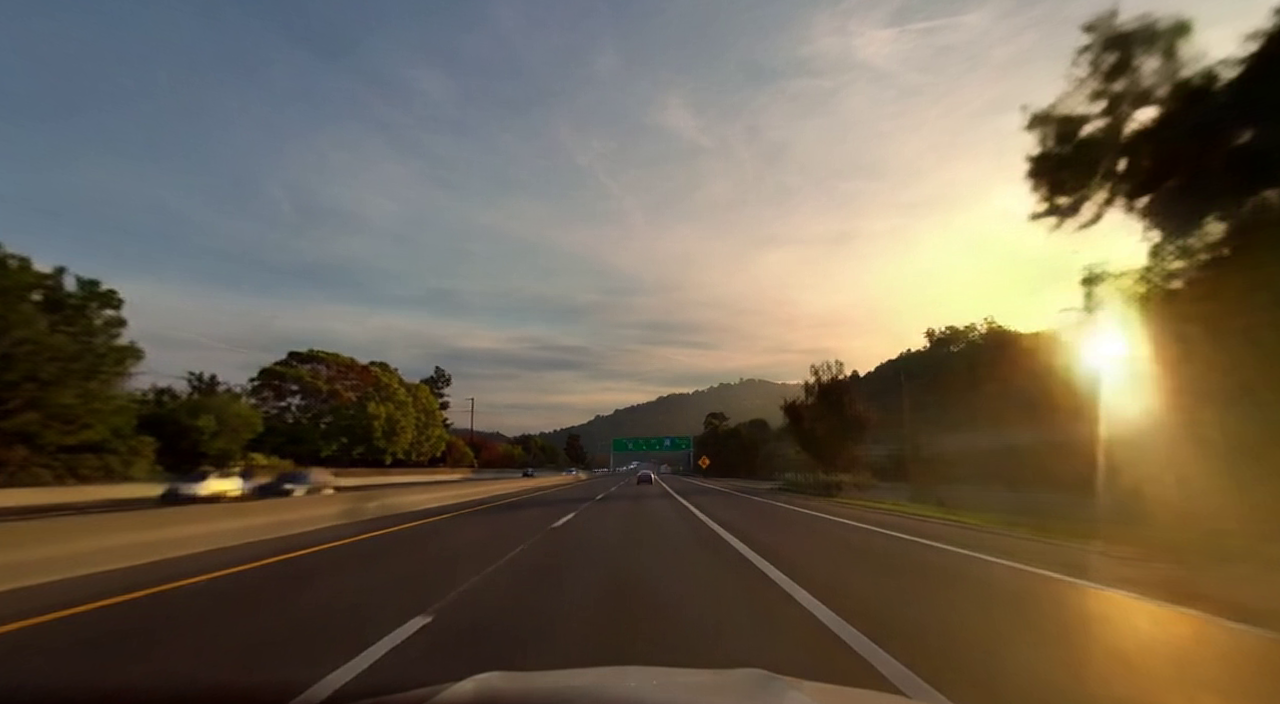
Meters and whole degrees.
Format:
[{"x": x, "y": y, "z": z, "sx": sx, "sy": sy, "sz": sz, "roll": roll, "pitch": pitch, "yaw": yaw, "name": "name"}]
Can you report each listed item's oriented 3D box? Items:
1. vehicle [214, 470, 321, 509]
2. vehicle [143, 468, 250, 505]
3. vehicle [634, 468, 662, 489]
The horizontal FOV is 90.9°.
[{"x": -15.491, "y": 5.716, "z": 26.469, "sx": 1.983, "sy": 1.443, "sz": 3.919, "roll": 1, "pitch": -11, "yaw": 1, "name": "vehicle"}, {"x": -19.831, "y": 5.993, "z": 28.391, "sx": 1.778, "sy": 1.488, "sz": 4.043, "roll": 1, "pitch": -11, "yaw": 1, "name": "vehicle"}, {"x": 0.590, "y": 9.755, "z": 48.749, "sx": 2.016, "sy": 1.530, "sz": 4.009, "roll": 1, "pitch": -11, "yaw": 0, "name": "vehicle"}]
